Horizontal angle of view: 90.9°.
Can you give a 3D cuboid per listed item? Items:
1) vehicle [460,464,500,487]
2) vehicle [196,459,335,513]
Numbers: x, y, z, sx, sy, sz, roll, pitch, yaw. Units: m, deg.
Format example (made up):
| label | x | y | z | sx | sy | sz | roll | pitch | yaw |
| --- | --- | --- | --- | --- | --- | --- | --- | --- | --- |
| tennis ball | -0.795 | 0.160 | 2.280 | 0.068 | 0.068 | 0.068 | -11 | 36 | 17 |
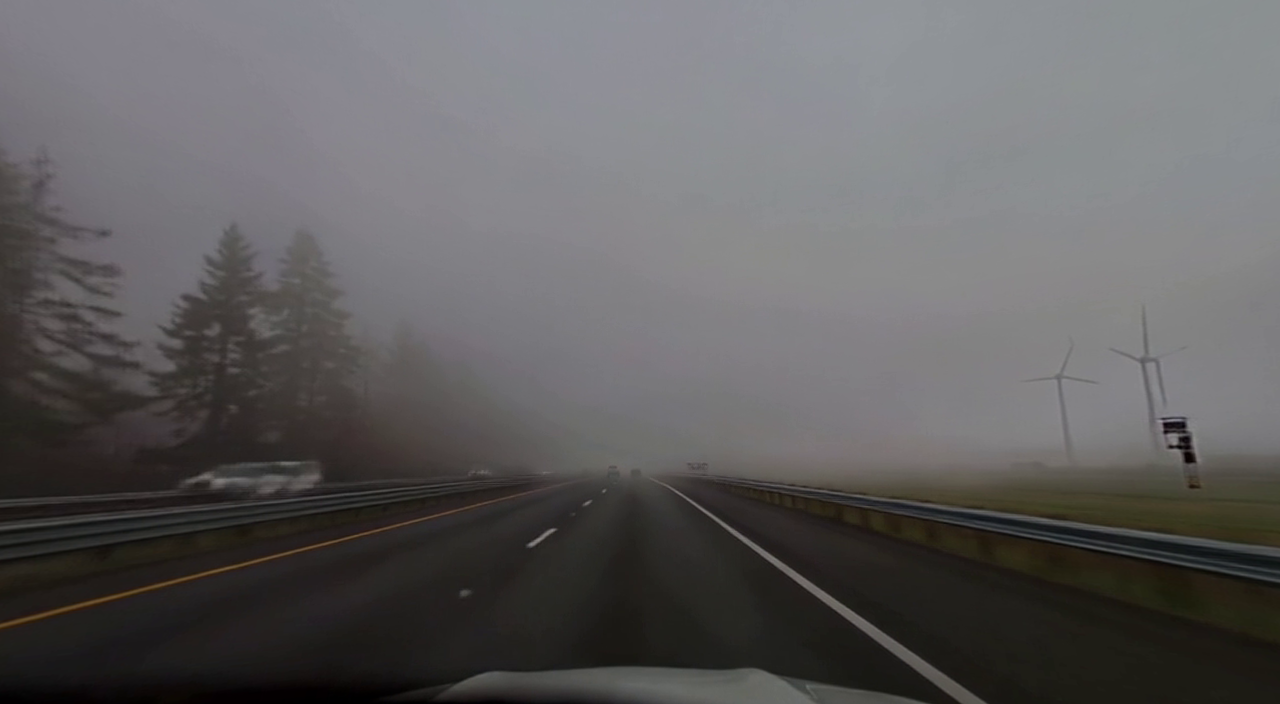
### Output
| label | x | y | z | sx | sy | sz | roll | pitch | yaw |
| --- | --- | --- | --- | --- | --- | --- | --- | --- | --- |
| vehicle | -12.285 | 9.496 | 48.562 | 1.910 | 1.636 | 4.292 | 1 | -11 | 0 |
| vehicle | -12.034 | 4.330 | 20.612 | 1.978 | 1.546 | 4.071 | 1 | -11 | 0 |
